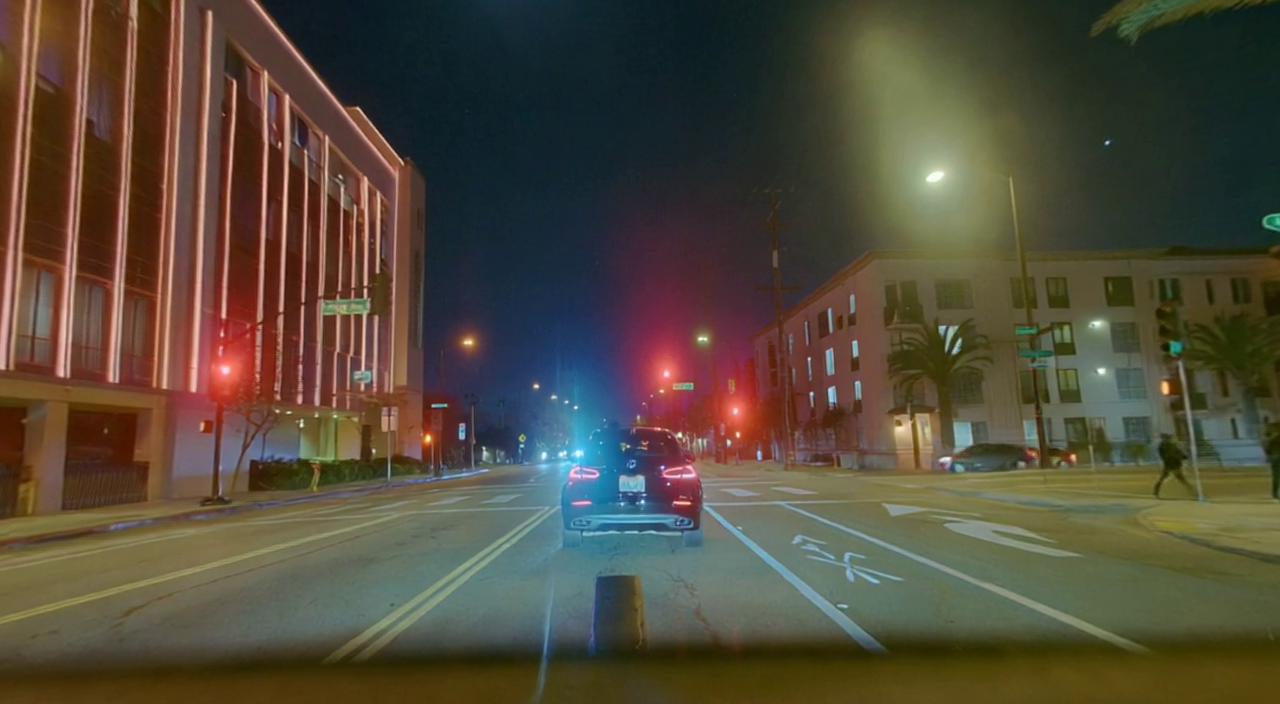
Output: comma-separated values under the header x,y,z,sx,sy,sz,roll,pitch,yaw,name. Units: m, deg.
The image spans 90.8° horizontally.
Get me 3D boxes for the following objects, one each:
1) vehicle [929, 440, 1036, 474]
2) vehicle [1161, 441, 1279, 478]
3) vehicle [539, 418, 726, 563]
x,y,z,sx,sy,sz,roll,pitch,yaw,name
18.673,5.735,34.615,4.649,1.760,2.029,-1,-8,2,vehicle
26.716,4.868,28.816,4.118,1.593,2.004,0,-8,-4,vehicle
-0.086,1.871,9.218,2.144,1.643,3.770,0,-8,0,vehicle
